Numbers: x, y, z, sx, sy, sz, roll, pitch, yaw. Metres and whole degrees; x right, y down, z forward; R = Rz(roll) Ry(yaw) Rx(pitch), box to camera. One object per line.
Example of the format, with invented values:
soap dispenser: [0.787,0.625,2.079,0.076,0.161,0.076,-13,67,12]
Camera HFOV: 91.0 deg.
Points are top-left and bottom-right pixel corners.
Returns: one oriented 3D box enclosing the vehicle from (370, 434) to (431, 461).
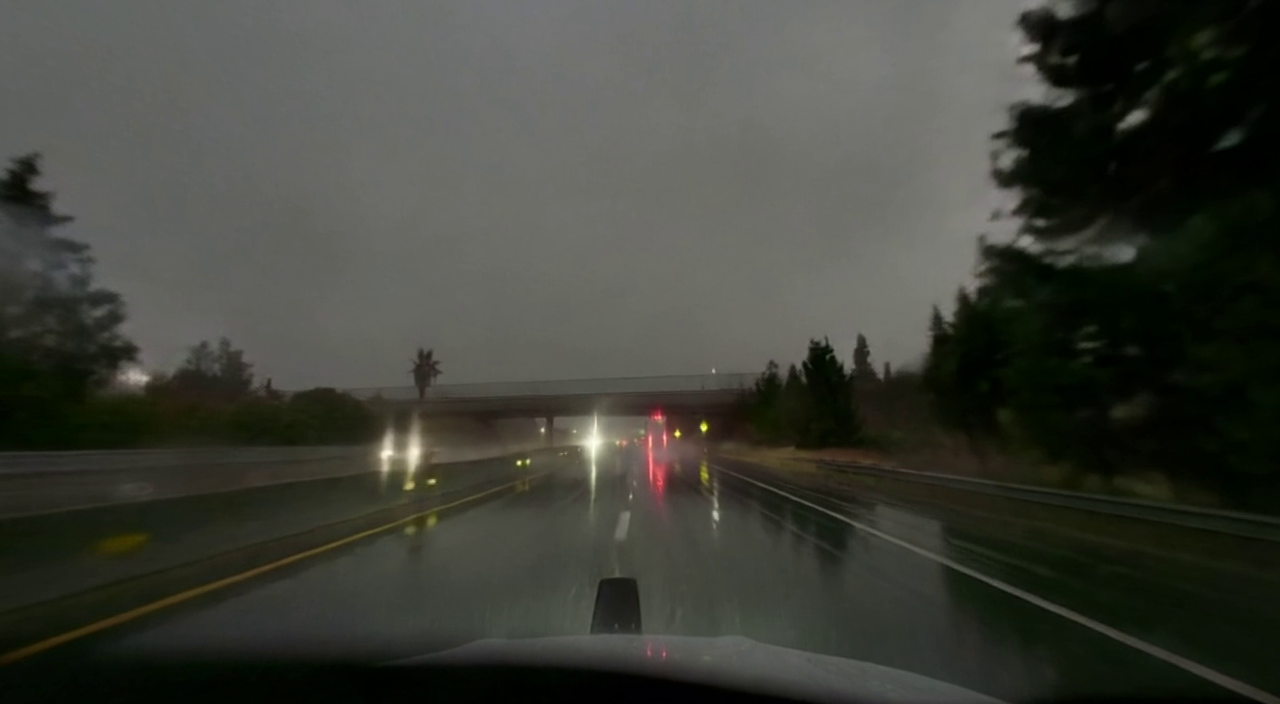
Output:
vehicle: [-13.662,5.485,36.206,1.865,1.428,4.137,0,-8,0]
